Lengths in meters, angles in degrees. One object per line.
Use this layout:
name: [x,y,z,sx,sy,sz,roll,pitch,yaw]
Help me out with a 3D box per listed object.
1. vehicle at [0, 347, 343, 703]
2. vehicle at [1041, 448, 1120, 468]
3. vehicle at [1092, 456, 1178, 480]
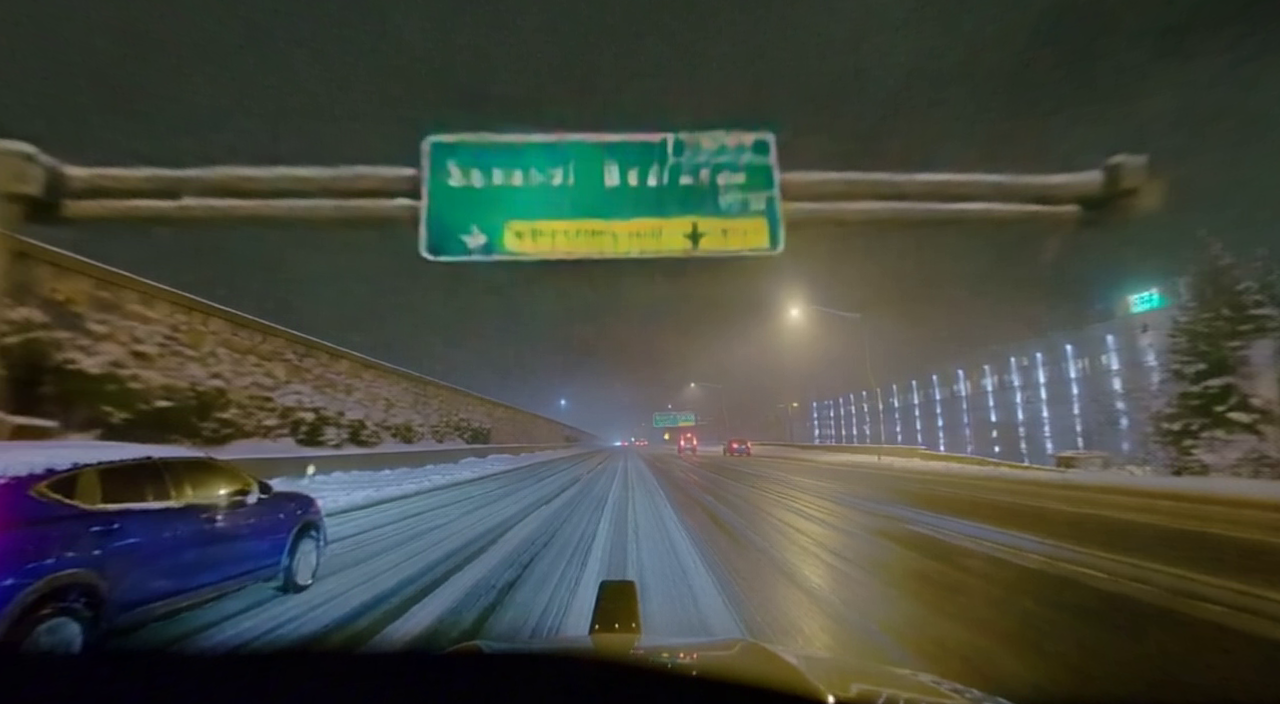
vehicle: [-3.784,0.950,3.650,2.070,1.641,4.315,0,-8,-1]
vehicle: [33.937,8.186,48.767,4.640,1.514,1.862,0,-8,2]
vehicle: [33.667,7.879,43.020,4.380,1.493,1.722,1,-8,-2]
